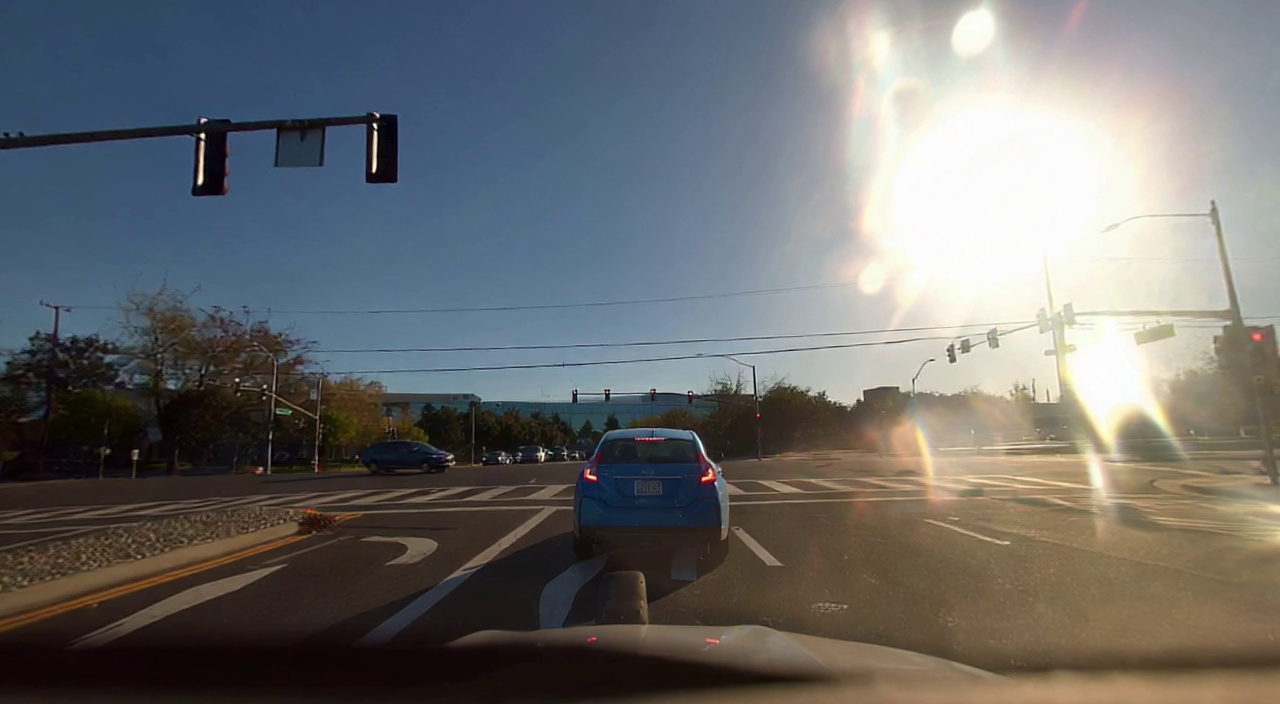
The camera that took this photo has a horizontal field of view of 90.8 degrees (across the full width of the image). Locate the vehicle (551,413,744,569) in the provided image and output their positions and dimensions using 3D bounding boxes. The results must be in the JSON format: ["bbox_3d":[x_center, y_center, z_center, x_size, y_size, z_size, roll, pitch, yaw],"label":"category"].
[{"bbox_3d":[0.035,1.758,8.711,2.027,1.626,3.942,0,-8,-1],"label":"vehicle"}]

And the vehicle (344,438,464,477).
[{"bbox_3d":[-12.016,5.445,32.423,5.247,1.889,2.050,0,-11,2],"label":"vehicle"}]
